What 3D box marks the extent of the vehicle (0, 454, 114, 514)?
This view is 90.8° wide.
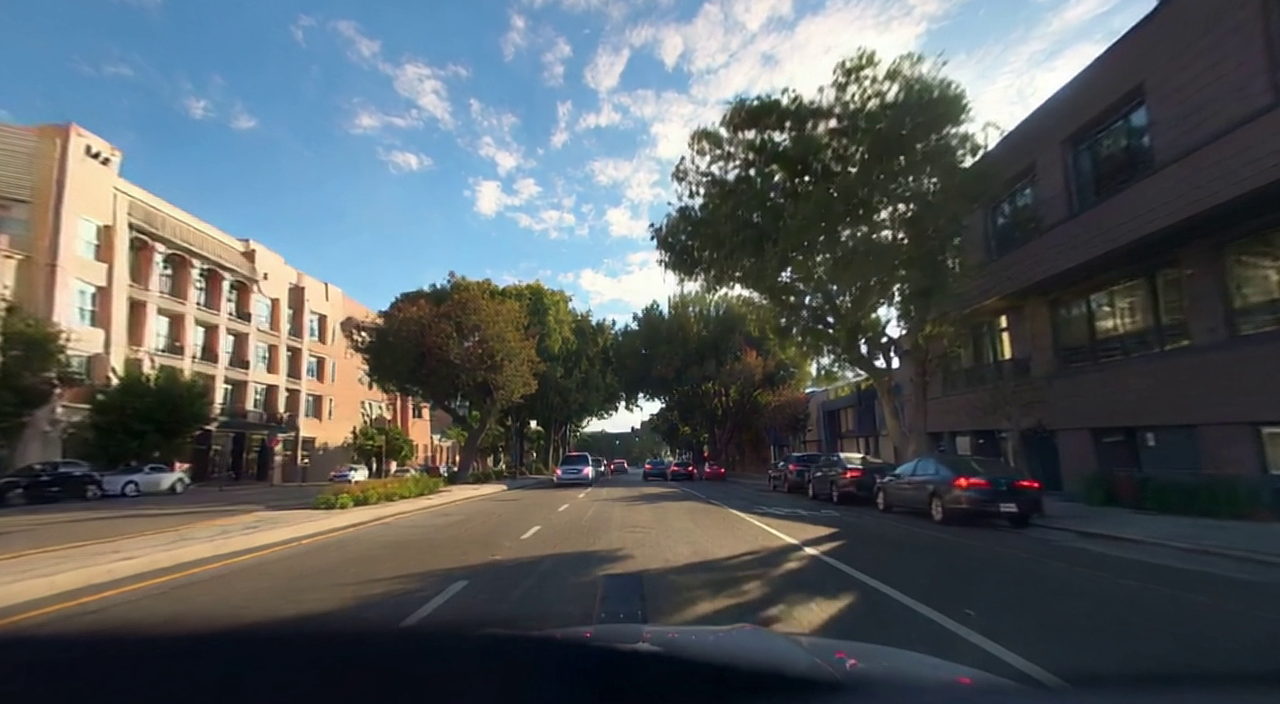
[{"bbox_3d":[-21.624,4.586,22.359,2.270,1.830,4.409,0,-8,-3],"label":"vehicle"}]

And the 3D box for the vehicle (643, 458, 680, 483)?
[{"bbox_3d":[1.503,8.494,45.322,2.201,1.589,3.843,0,-8,-4],"label":"vehicle"}]

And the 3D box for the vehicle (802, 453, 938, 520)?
[{"bbox_3d":[7.012,4.129,19.957,2.320,1.764,4.731,0,-8,-2],"label":"vehicle"}]

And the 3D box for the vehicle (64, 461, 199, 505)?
[{"bbox_3d":[-21.780,5.585,27.360,1.999,1.562,4.803,0,-8,-3],"label":"vehicle"}]

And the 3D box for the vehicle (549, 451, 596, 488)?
[{"bbox_3d":[-3.854,6.770,36.811,2.223,1.957,4.845,0,-8,0],"label":"vehicle"}]

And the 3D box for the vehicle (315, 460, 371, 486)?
[{"bbox_3d":[-22.522,9.181,48.112,1.996,1.767,4.613,0,-8,-1],"label":"vehicle"}]

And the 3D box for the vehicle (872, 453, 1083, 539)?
[{"bbox_3d":[7.008,2.998,13.797,2.269,1.506,4.152,0,-8,-1],"label":"vehicle"}]
